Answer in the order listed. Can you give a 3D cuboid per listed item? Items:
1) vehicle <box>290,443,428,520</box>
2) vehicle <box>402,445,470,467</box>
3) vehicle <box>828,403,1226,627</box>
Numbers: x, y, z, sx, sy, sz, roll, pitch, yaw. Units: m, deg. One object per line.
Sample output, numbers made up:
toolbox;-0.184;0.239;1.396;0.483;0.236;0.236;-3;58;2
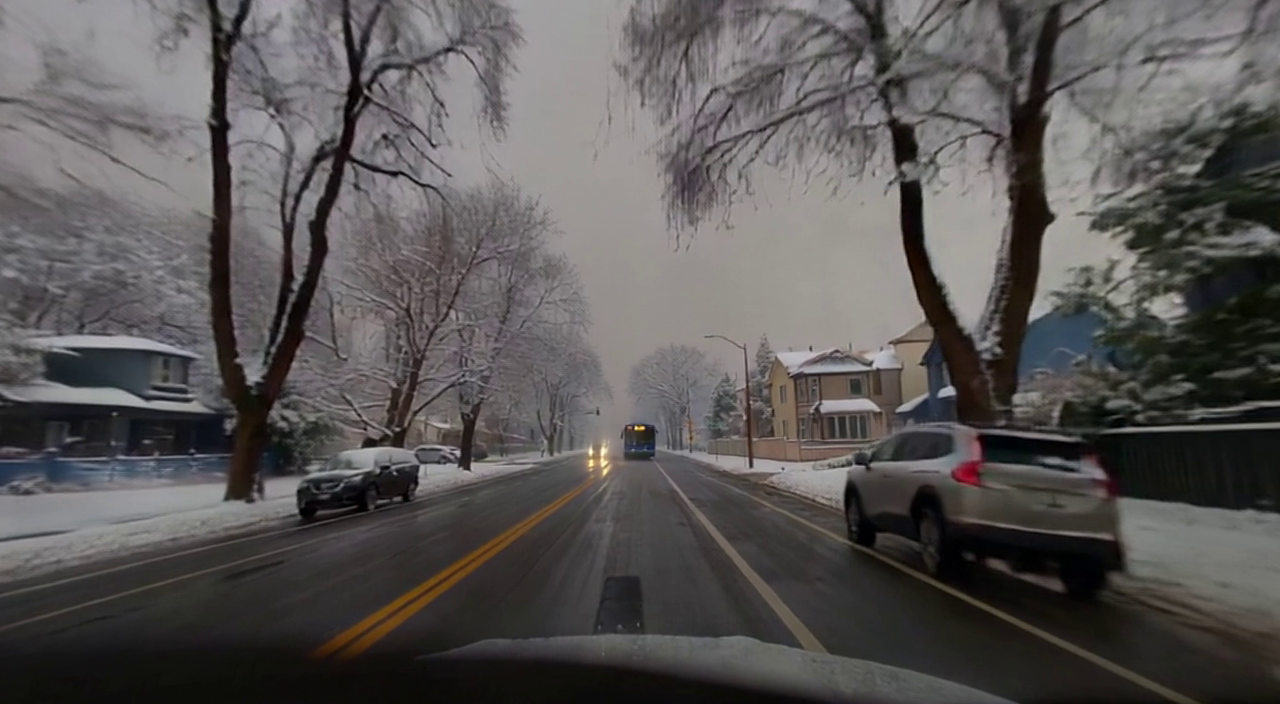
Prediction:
vehicle;-7.843;3.583;18.152;1.898;1.755;4.603;-5;-8;-1
vehicle;-15.412;7.861;47.812;4.481;1.591;1.807;0;-8;-1
vehicle;4.248;1.836;8.204;2.060;1.833;4.927;5;-9;0
